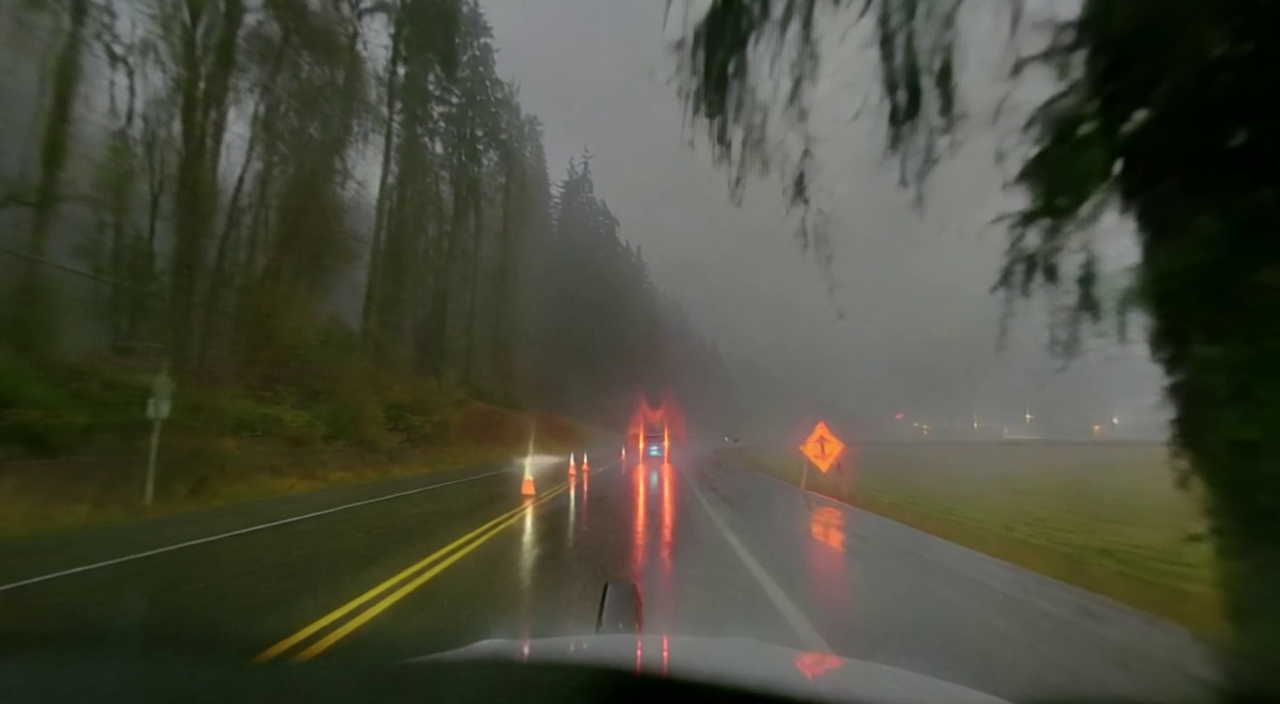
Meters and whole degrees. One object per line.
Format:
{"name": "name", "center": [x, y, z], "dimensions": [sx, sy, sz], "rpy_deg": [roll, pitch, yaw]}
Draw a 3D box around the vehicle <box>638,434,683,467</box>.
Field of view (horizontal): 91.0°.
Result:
{"name": "vehicle", "center": [0.994, 4.749, 30.593], "dimensions": [2.042, 1.489, 3.963], "rpy_deg": [-1, -8, 2]}
